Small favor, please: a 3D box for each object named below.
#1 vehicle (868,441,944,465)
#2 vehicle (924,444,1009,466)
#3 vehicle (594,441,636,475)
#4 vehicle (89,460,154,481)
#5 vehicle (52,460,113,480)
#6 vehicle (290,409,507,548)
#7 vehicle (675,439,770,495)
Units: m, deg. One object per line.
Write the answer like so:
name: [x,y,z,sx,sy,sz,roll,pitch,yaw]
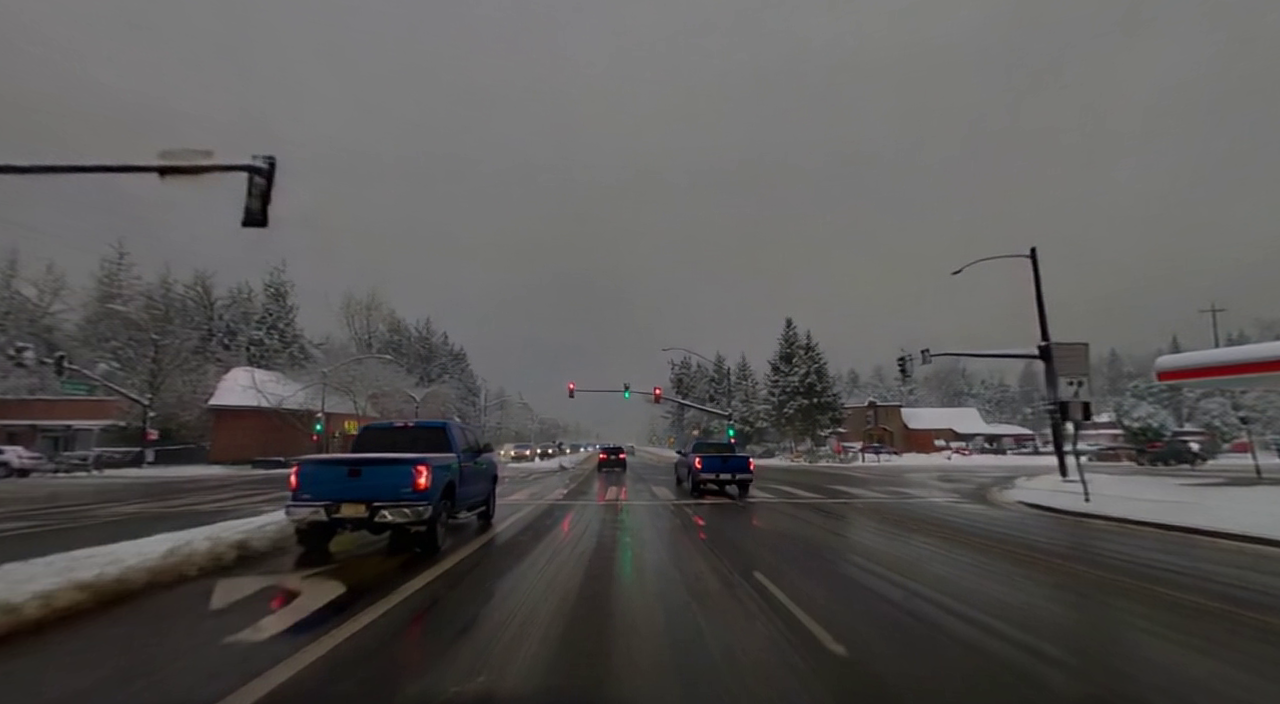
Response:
vehicle: [20.582,7.820,48.975,4.950,1.760,2.213,1,-9,-10]
vehicle: [21.990,6.940,42.624,4.789,1.455,1.986,2,-9,-10]
vehicle: [-1.324,5.406,32.440,2.029,1.605,3.827,1,-9,-4]
vehicle: [-40.281,9.178,49.191,1.802,1.447,4.432,1,-9,-8]
vehicle: [-42.724,9.019,48.492,1.593,1.399,3.698,1,-8,-7]
vehicle: [-3.967,2.189,11.718,2.195,1.905,5.634,1,-9,-5]
vehicle: [2.362,3.455,19.350,2.061,1.487,4.462,1,-9,-4]
